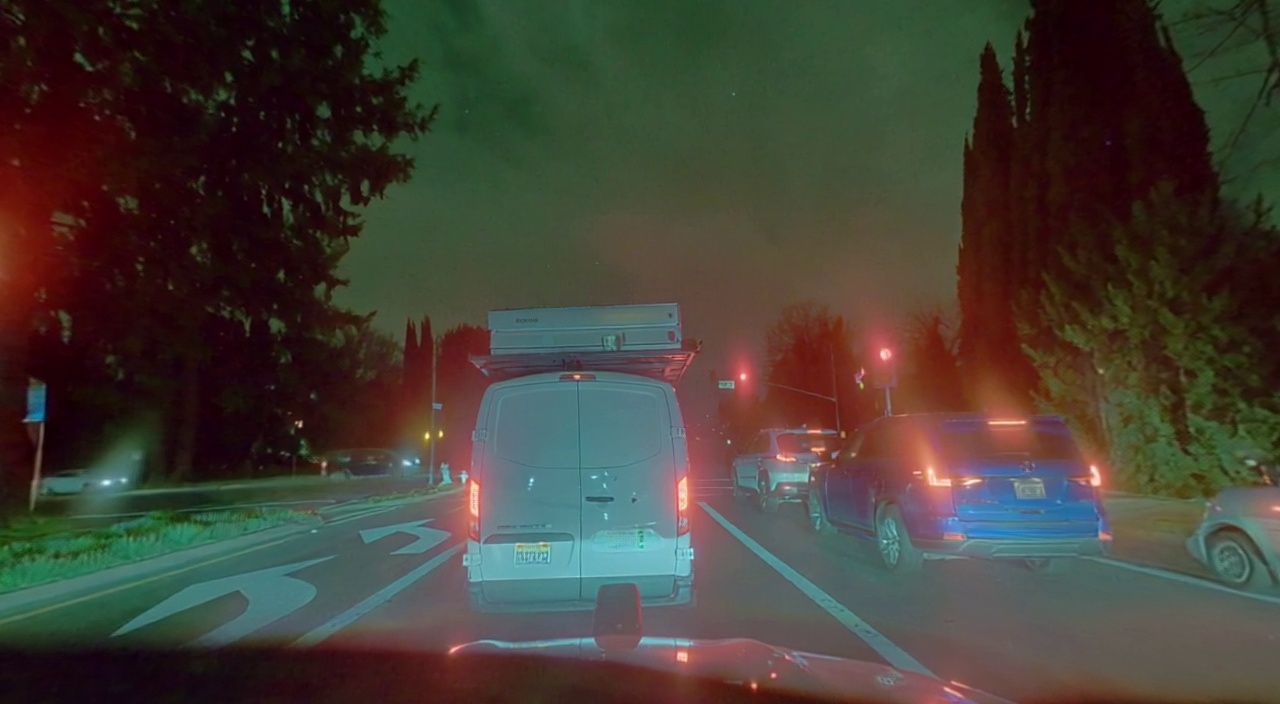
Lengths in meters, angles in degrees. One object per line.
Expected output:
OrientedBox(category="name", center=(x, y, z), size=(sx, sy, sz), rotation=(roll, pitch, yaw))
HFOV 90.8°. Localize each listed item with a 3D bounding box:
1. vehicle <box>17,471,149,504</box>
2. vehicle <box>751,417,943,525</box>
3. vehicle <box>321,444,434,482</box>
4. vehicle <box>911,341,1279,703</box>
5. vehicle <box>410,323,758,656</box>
OrientedBox(category="vehicle", center=(-25.395, 6.193, 28.923), size=(4.135, 1.321, 1.687), rotation=(2, -9, -11))
OrientedBox(category="vehicle", center=(3.698, 2.217, 12.268), size=(2.024, 1.692, 4.252), rotation=(1, -9, -4))
OrientedBox(category="vehicle", center=(-14.136, 5.953, 34.183), size=(5.241, 1.894, 2.257), rotation=(5, -10, -32))
OrientedBox(category="vehicle", center=(3.449, 0.940, 3.398), size=(1.965, 1.671, 4.146), rotation=(0, -9, -3))
OrientedBox(category="vehicle", center=(-0.358, 1.165, 6.184), size=(2.145, 2.089, 4.309), rotation=(0, -9, 0))
